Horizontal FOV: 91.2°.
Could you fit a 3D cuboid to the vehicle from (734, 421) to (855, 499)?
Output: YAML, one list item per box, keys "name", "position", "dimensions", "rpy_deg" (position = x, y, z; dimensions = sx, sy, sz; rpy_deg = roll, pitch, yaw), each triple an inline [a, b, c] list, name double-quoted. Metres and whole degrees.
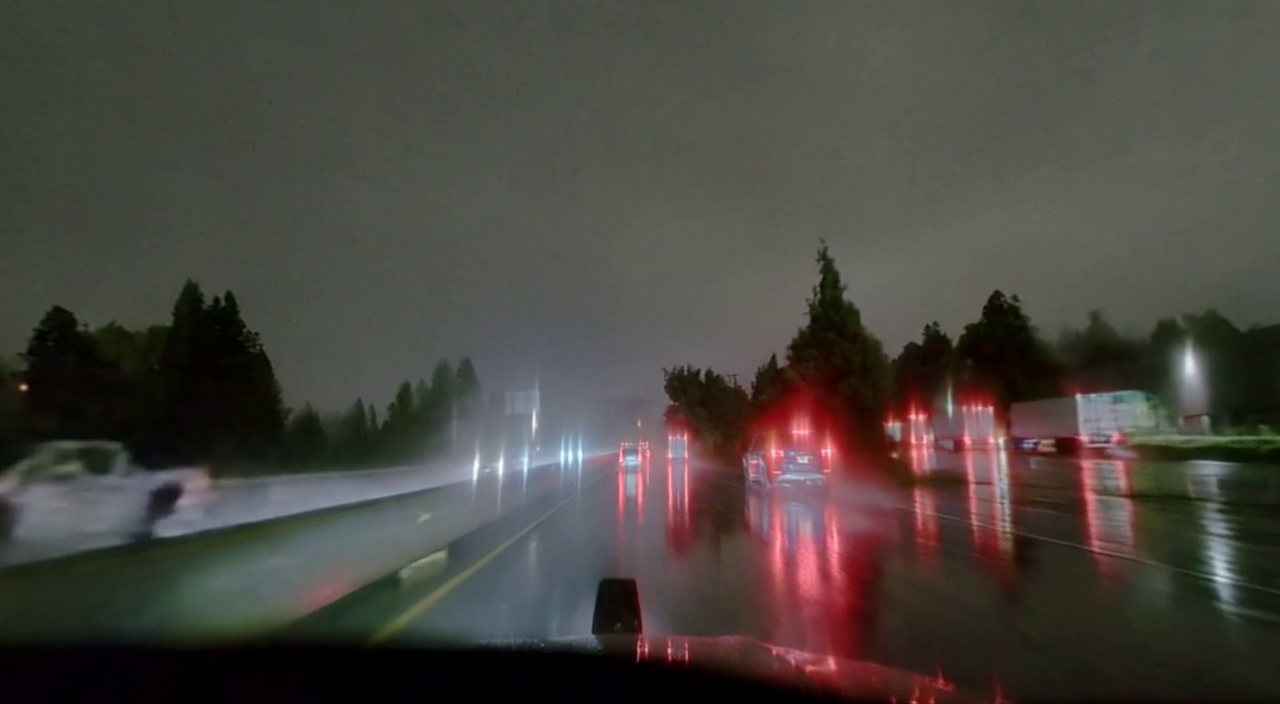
- name: "vehicle"
  position: [4.308, 3.133, 18.456]
  dimensions: [2.261, 1.952, 4.784]
  rpy_deg: [0, -9, -1]

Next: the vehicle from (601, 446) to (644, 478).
- name: "vehicle"
  position: [-0.863, 5.487, 31.581]
  dimensions: [2.029, 1.483, 3.769]
  rpy_deg: [0, -9, -1]

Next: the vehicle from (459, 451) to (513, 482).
- name: "vehicle"
  position: [-8.507, 6.340, 34.969]
  dimensions: [1.896, 1.519, 4.372]
  rpy_deg: [0, -9, 0]

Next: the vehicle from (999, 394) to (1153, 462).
- name: "vehicle"
  position: [27.064, 4.965, 39.830]
  dimensions: [2.971, 3.746, 10.126]
  rpy_deg: [-1, -9, 3]

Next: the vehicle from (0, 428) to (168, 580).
- name: "vehicle"
  position: [-8.939, 1.947, 8.175]
  dimensions: [2.126, 1.851, 4.357]
  rpy_deg: [0, -9, 0]
